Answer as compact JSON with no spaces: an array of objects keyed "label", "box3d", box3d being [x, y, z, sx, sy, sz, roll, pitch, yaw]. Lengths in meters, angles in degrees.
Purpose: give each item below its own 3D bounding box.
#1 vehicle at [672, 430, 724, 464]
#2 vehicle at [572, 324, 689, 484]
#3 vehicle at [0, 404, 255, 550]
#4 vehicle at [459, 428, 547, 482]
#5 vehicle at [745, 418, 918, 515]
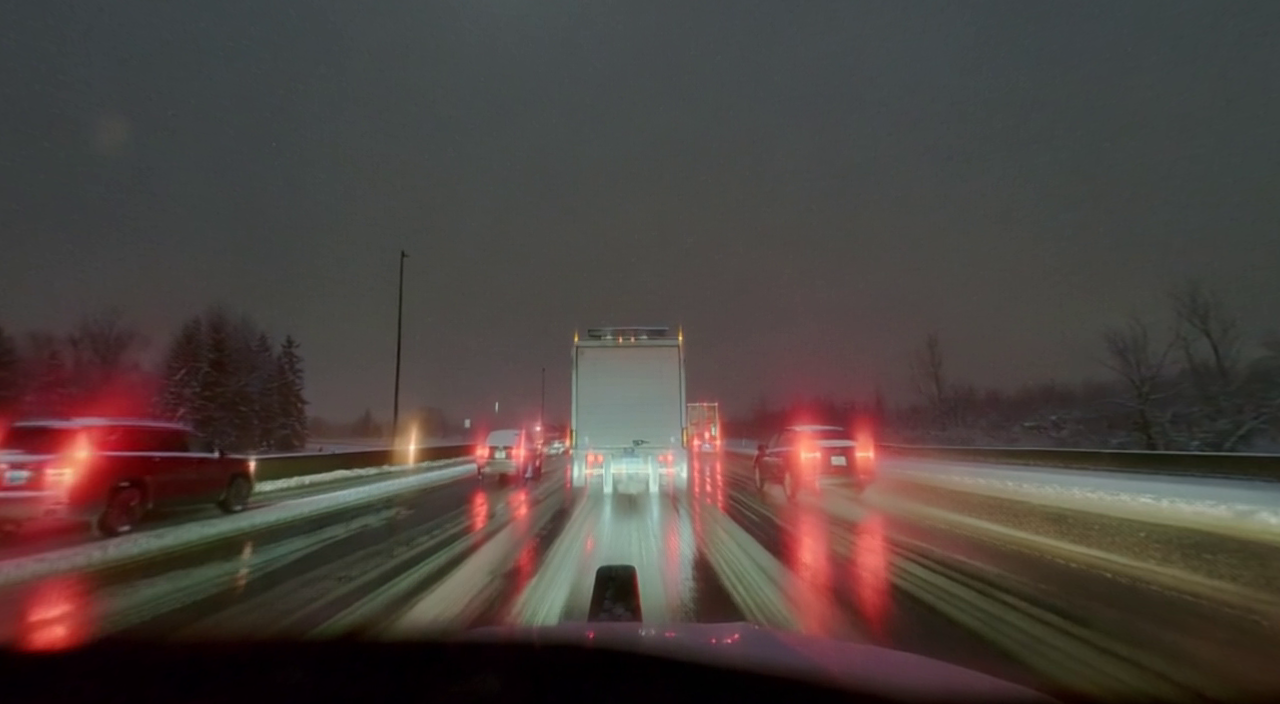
[{"label":"vehicle","box3d":[2.695,4.532,30.176,1.976,1.513,4.065,0,-8,-2]},{"label":"vehicle","box3d":[-0.411,1.950,20.912,2.938,4.033,9.980,0,-8,-2]},{"label":"vehicle","box3d":[-7.933,1.704,9.259,1.944,1.653,4.097,0,-8,-1]},{"label":"vehicle","box3d":[-4.122,3.141,19.478,1.882,1.493,3.828,0,-8,0]},{"label":"vehicle","box3d":[3.414,2.109,12.141,1.945,1.529,4.129,0,-8,-1]}]
